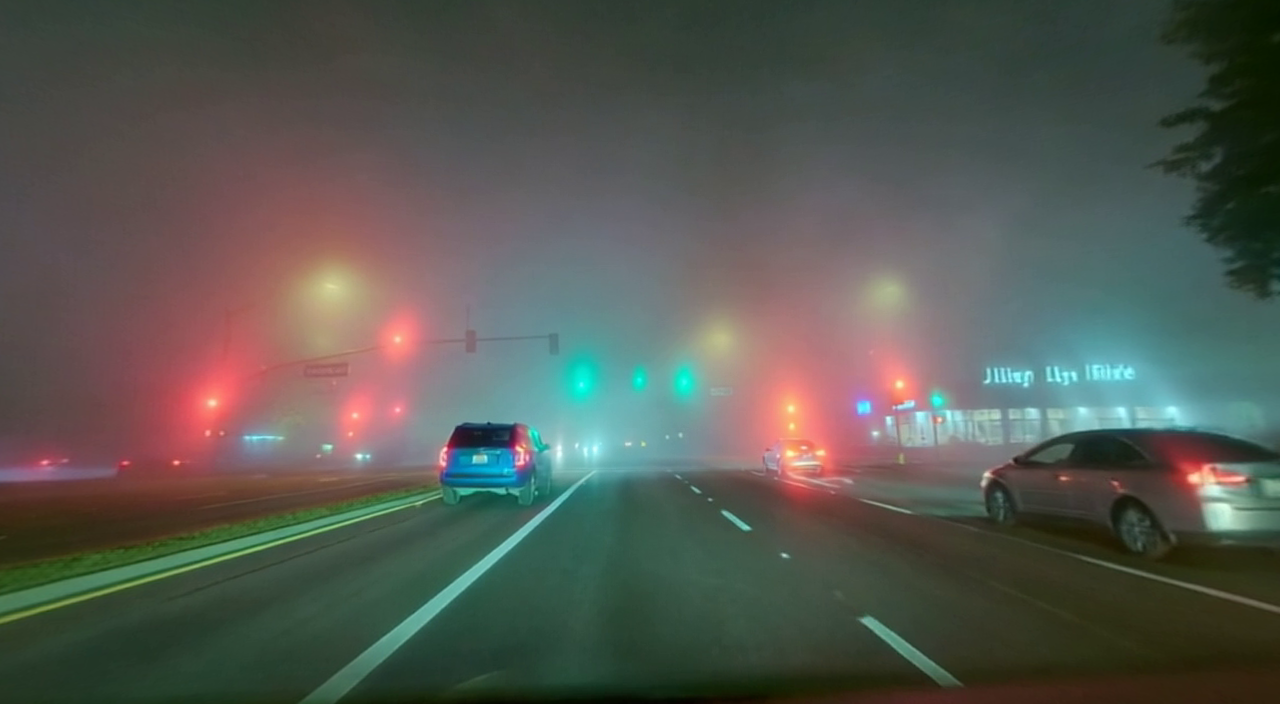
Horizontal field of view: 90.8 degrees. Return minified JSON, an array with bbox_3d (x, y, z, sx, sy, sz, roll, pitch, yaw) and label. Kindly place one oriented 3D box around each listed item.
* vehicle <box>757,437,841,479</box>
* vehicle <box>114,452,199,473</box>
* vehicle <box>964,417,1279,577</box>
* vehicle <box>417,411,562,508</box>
[{"bbox_3d":[6.138,4.146,25.034,1.972,1.476,4.775,0,-8,-2],"label":"vehicle"},{"bbox_3d":[-35.882,8.192,46.969,4.733,1.500,1.814,0,-8,-1],"label":"vehicle"},{"bbox_3d":[6.753,1.760,8.635,2.014,1.539,4.852,0,-8,-1],"label":"vehicle"},{"bbox_3d":[-3.289,2.500,15.094,2.313,1.883,5.016,0,-8,-1],"label":"vehicle"}]
